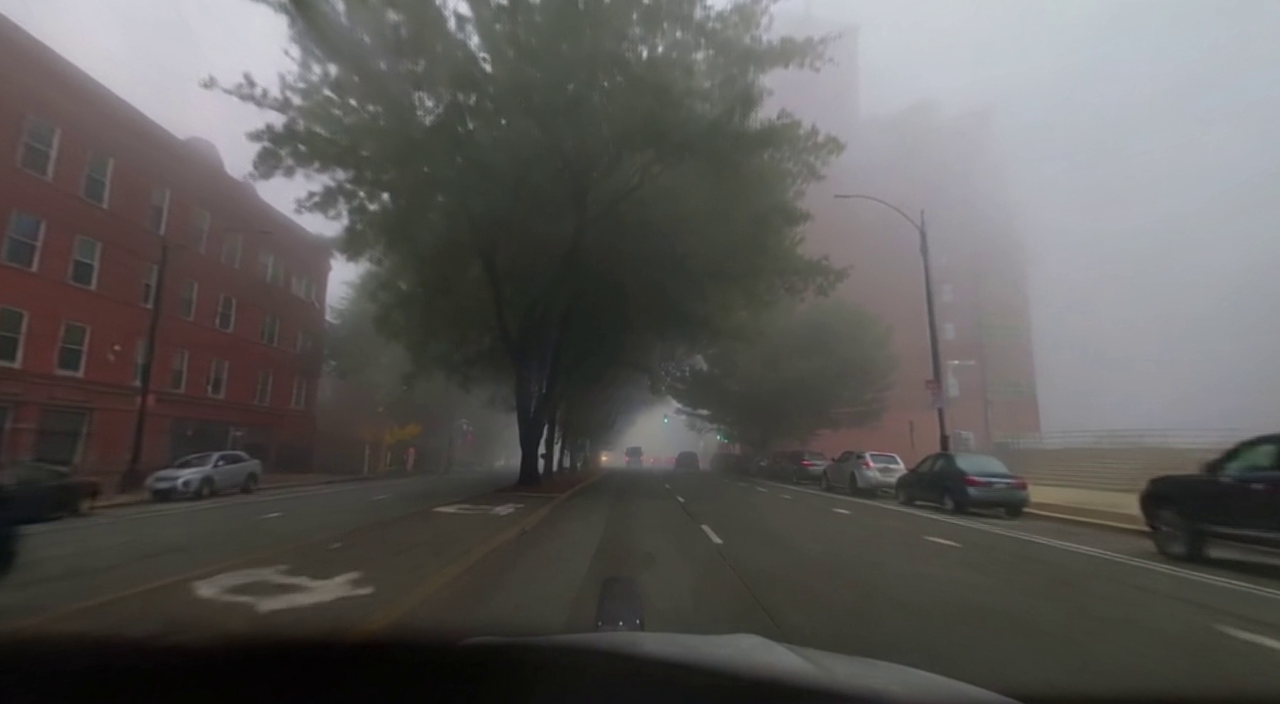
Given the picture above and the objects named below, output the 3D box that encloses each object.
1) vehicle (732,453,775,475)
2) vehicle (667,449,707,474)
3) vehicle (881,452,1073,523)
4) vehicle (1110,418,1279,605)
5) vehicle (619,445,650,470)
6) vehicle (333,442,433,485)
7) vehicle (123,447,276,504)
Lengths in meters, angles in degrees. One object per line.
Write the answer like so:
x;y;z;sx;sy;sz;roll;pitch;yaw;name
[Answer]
8.011;7.945;44.985;2.054;1.455;4.786;0;-9;-2;vehicle
2.988;7.135;41.567;2.238;1.499;4.964;0;-9;0;vehicle
8.022;3.235;15.747;2.030;1.444;4.832;0;-9;-1;vehicle
8.013;1.667;6.546;2.305;1.984;5.002;0;-9;-1;vehicle
-0.441;8.291;49.716;2.329;1.842;4.537;0;-9;-1;vehicle
-14.468;6.286;36.133;2.822;2.230;6.145;0;-9;3;vehicle
-14.914;4.172;21.786;2.063;1.735;4.317;0;-9;1;vehicle
